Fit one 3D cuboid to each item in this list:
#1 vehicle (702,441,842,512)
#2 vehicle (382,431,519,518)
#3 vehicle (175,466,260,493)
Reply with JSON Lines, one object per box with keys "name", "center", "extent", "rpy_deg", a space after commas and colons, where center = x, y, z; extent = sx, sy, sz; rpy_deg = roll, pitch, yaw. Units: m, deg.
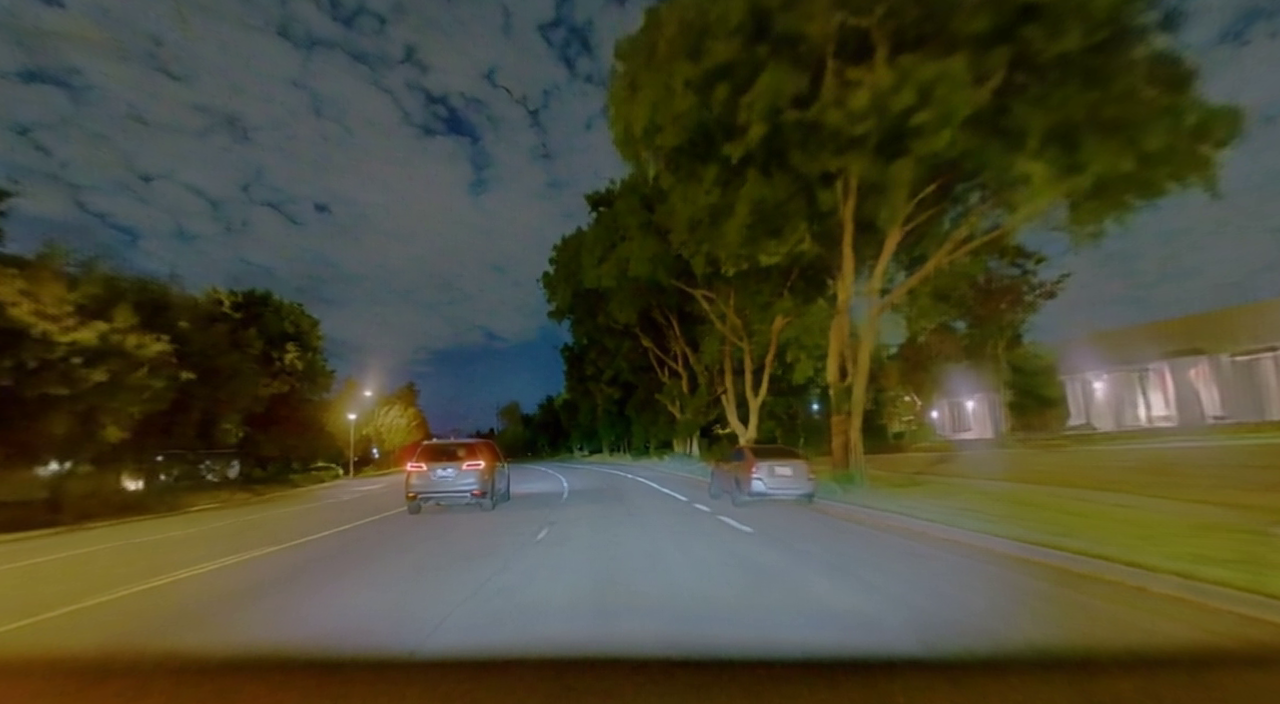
{"name": "vehicle", "center": [2.985, 2.919, 15.398], "extent": [1.928, 1.447, 4.386], "rpy_deg": [1, -9, -8]}
{"name": "vehicle", "center": [-4.358, 2.873, 15.364], "extent": [2.175, 1.772, 4.442], "rpy_deg": [0, -9, -3]}
{"name": "vehicle", "center": [-25.617, 7.710, 38.398], "extent": [3.892, 1.323, 1.741], "rpy_deg": [0, -7, -11]}
